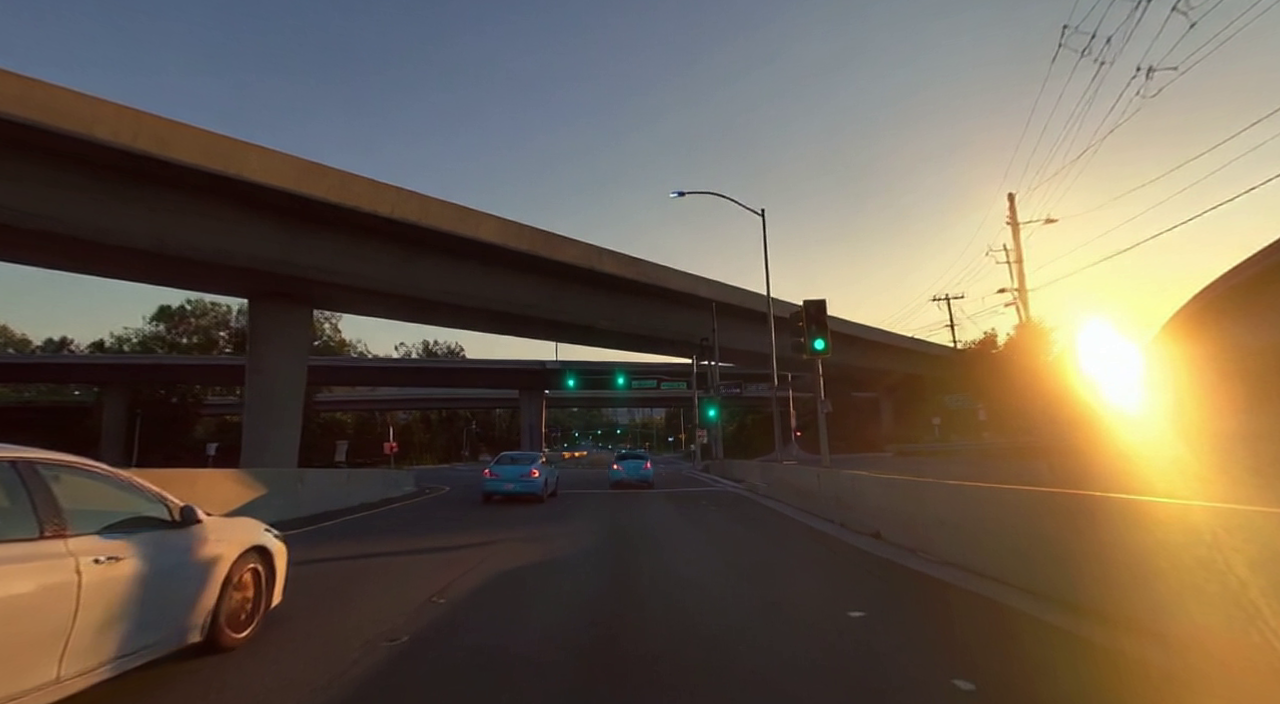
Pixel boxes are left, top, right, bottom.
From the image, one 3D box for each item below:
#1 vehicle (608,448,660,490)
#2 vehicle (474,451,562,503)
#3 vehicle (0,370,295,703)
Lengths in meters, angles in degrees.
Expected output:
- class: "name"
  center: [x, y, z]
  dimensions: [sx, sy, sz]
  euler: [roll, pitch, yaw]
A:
- class: "vehicle"
  center: [-0.241, 4.811, 26.257]
  dimensions: [1.985, 1.565, 3.968]
  euler: [0, -9, -1]
- class: "vehicle"
  center: [-3.756, 3.906, 20.213]
  dimensions: [1.946, 1.437, 4.154]
  euler: [0, -9, 0]
- class: "vehicle"
  center: [-3.515, 0.904, 2.437]
  dimensions: [1.925, 1.666, 4.271]
  euler: [0, -9, 0]
